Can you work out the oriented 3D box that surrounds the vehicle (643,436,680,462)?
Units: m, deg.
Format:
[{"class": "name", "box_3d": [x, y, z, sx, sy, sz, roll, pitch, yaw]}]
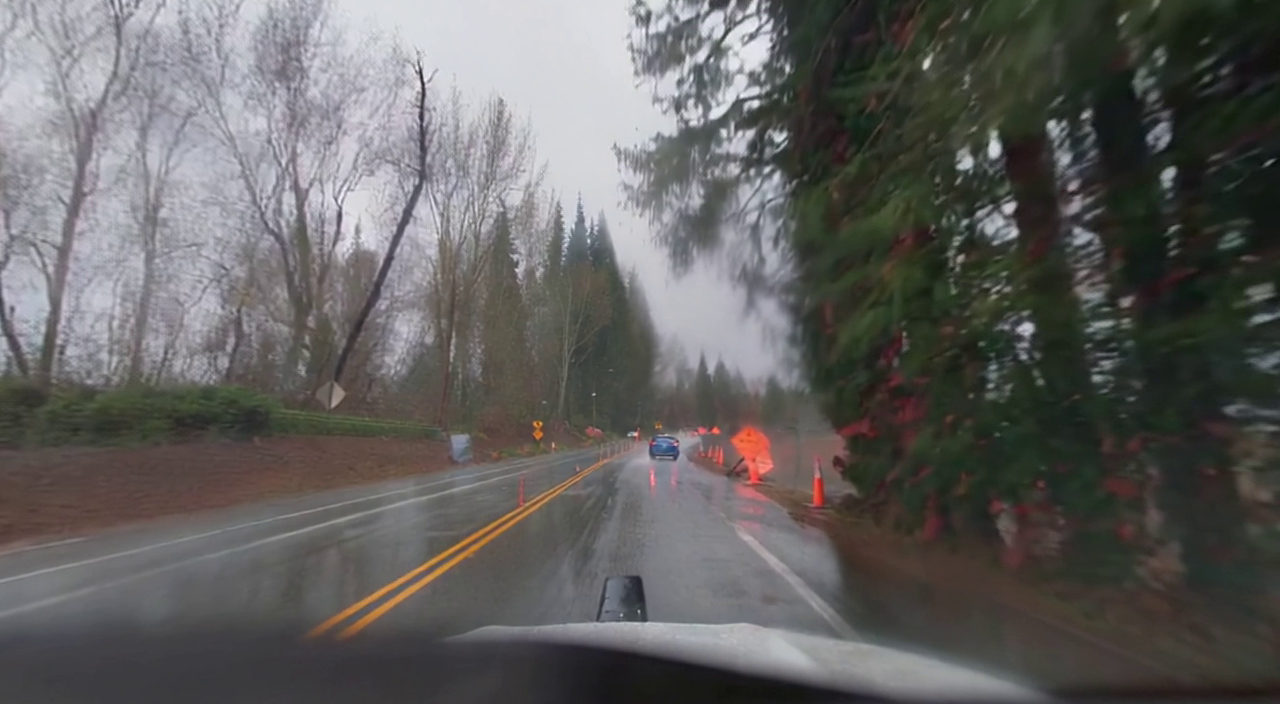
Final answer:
[{"class": "vehicle", "box_3d": [1.396, 5.998, 39.146, 2.172, 1.486, 3.581, -1, -9, 4]}]
